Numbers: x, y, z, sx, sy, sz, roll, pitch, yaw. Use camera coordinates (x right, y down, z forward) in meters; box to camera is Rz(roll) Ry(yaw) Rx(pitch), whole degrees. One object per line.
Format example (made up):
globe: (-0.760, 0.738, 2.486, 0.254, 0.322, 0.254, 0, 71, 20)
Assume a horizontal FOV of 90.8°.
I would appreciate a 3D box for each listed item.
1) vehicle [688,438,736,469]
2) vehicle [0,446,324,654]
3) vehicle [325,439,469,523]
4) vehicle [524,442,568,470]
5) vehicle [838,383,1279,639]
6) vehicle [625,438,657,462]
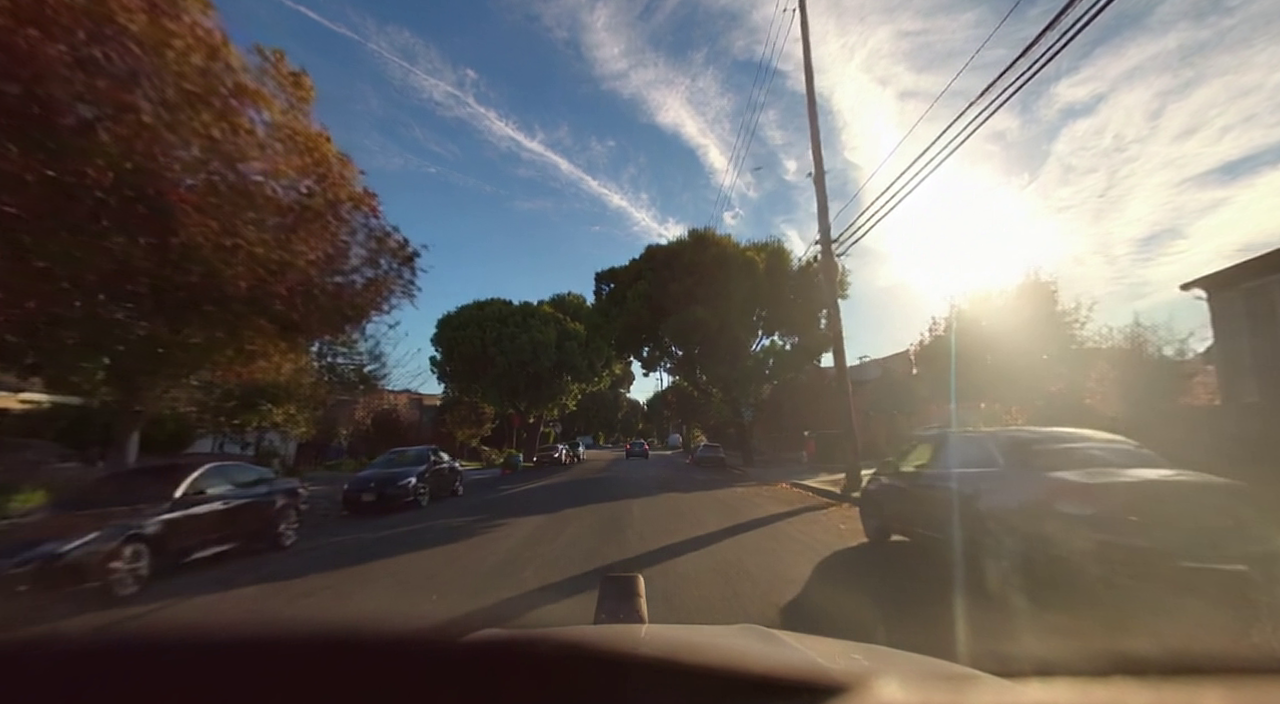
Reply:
vehicle: (3.992, 5.708, 35.841, 2.144, 1.572, 5.026, 0, -8, 0)
vehicle: (-5.971, 1.987, 7.518, 1.930, 1.456, 4.965, -3, -7, 0)
vehicle: (-6.009, 3.160, 16.328, 1.769, 1.572, 4.990, -4, -6, 0)
vehicle: (-6.049, 6.755, 41.313, 2.094, 1.433, 5.740, -4, -7, -2)
vehicle: (3.821, 1.387, 6.523, 2.108, 1.719, 4.339, 0, -8, 0)
vehicle: (0.038, 6.663, 42.982, 2.062, 1.509, 4.305, 0, -8, -1)
